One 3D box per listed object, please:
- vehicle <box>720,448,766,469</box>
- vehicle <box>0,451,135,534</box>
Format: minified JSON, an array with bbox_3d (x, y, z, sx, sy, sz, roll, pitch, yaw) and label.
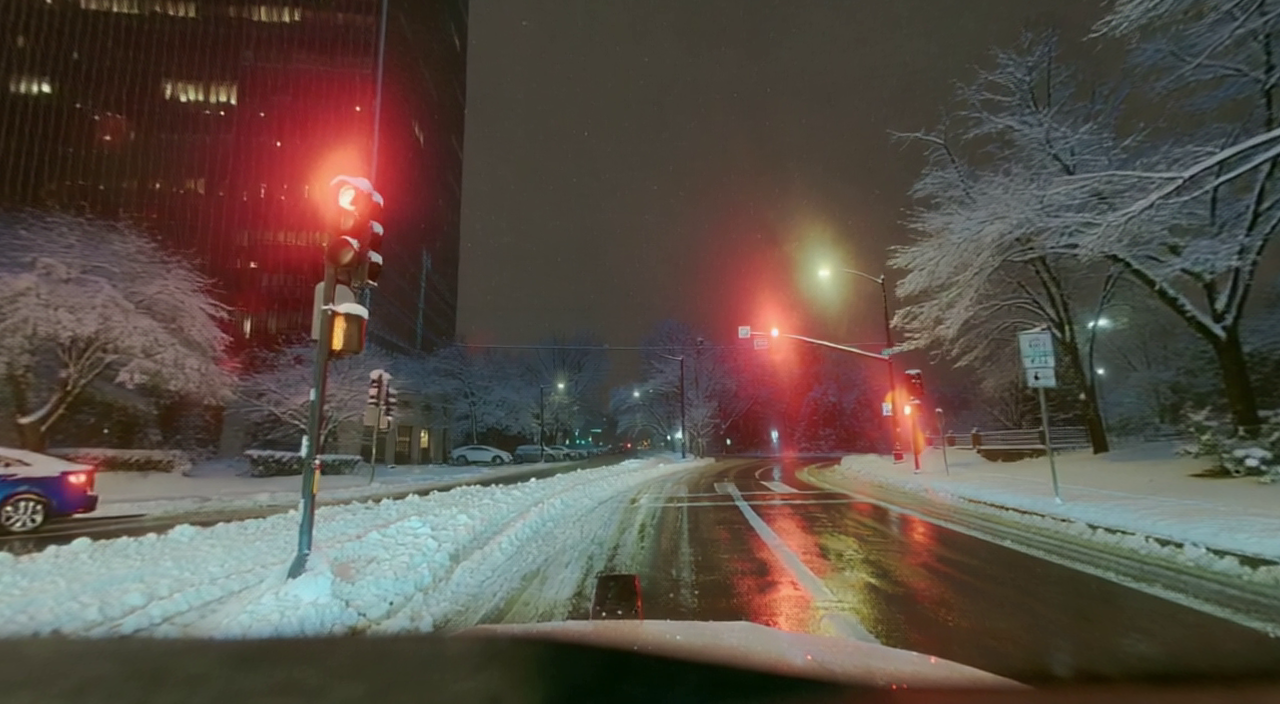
[{"bbox_3d":[7.847,8.118,48.417,1.829,1.440,4.384,2,-9,-14],"label":"vehicle"},{"bbox_3d":[-12.863,2.712,12.269,4.598,1.490,1.816,7,-11,-40],"label":"vehicle"}]
